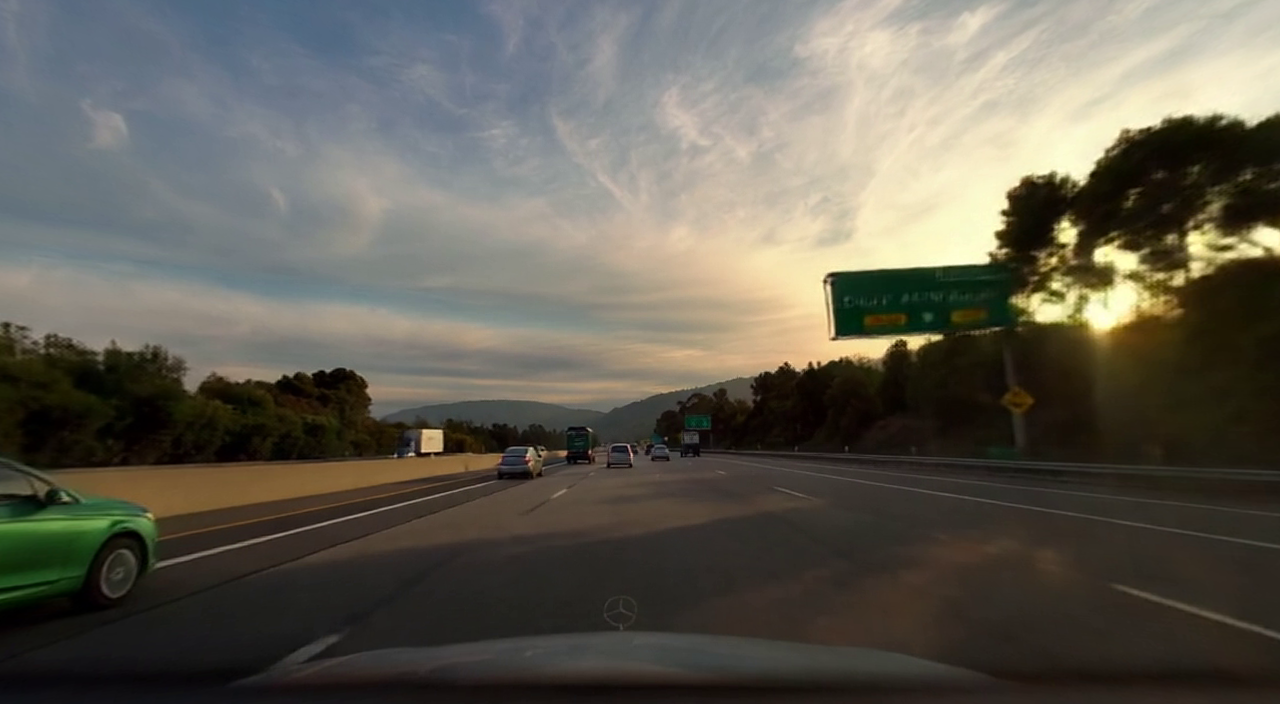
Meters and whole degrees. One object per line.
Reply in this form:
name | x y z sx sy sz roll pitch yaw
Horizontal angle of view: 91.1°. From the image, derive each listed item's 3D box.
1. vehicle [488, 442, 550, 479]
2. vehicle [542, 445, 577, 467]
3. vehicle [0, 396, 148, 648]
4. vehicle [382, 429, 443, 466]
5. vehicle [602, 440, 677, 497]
vehicle | -5.205 4.732 27.568 1.892 1.481 4.180 0 -9 0
vehicle | -5.467 7.114 42.966 1.814 1.417 3.860 0 -9 1
vehicle | -5.179 0.968 3.165 2.058 1.626 4.118 0 -9 -1
vehicle | -17.376 7.378 48.386 2.546 2.647 5.845 0 -9 0
vehicle | -0.034 3.267 17.959 1.940 1.451 3.512 0 -9 0
